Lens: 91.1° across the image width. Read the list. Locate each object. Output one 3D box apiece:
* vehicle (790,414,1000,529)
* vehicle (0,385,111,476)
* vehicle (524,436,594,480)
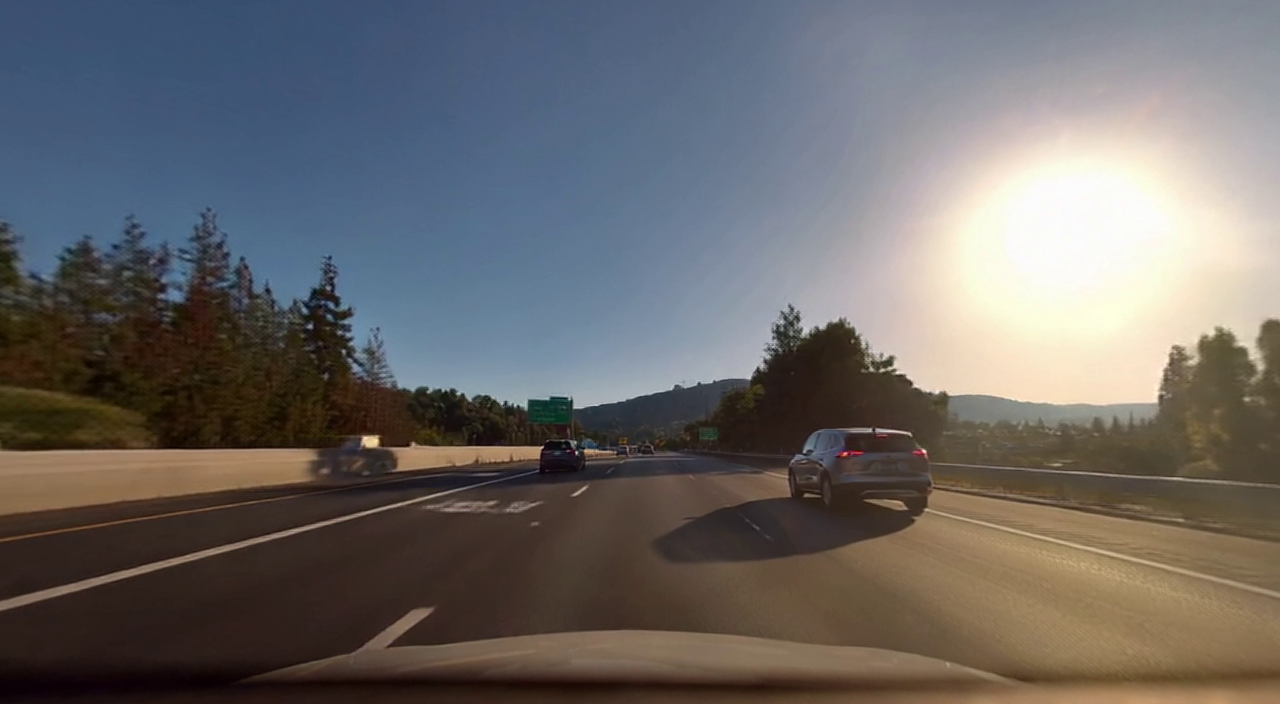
[{"bbox_3d":[4.568,2.222,12.203,2.149,1.796,4.487,0,-8,0],"label":"vehicle"},{"bbox_3d":[-28.473,3.254,26.013,2.921,3.789,11.393,0,-8,2],"label":"vehicle"},{"bbox_3d":[-3.176,4.275,25.546,2.166,1.608,4.297,0,-8,1],"label":"vehicle"}]
